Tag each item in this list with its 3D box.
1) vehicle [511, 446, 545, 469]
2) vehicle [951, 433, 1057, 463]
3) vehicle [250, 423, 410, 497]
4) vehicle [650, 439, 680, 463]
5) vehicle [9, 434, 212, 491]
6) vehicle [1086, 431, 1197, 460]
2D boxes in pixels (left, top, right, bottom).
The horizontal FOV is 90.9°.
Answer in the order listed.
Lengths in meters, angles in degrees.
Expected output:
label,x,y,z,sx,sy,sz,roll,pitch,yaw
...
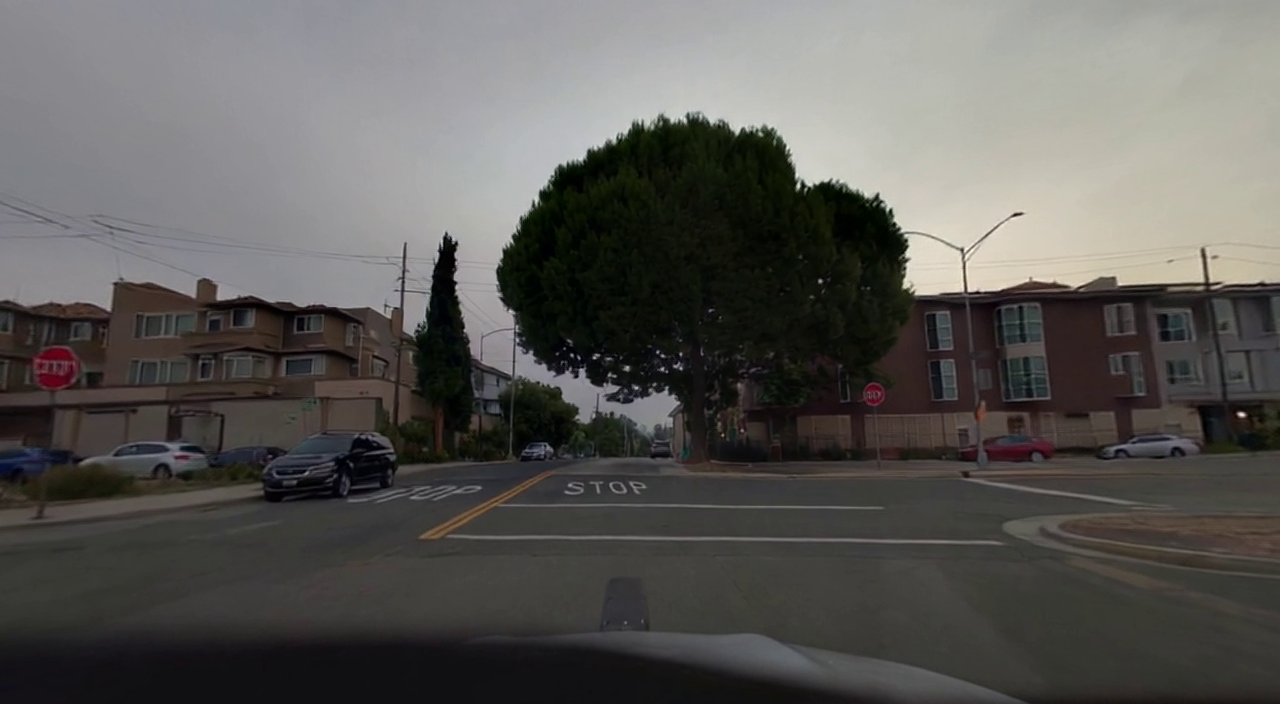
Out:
label,x,y,z,sx,sy,sz,roll,pitch,yaw
vehicle,-8.492,7.985,47.921,1.904,1.475,3.784,0,-5,0
vehicle,19.495,5.130,33.910,4.528,1.458,1.939,0,-6,-2
vehicle,-7.928,2.823,16.794,2.156,1.620,4.945,0,-9,-6
vehicle,1.721,6.973,44.657,1.851,1.471,4.372,0,-7,-1
vehicle,-16.892,3.455,20.350,2.010,1.583,4.582,-6,-9,37
vehicle,26.973,5.013,33.994,4.323,1.507,1.896,0,-7,-1
